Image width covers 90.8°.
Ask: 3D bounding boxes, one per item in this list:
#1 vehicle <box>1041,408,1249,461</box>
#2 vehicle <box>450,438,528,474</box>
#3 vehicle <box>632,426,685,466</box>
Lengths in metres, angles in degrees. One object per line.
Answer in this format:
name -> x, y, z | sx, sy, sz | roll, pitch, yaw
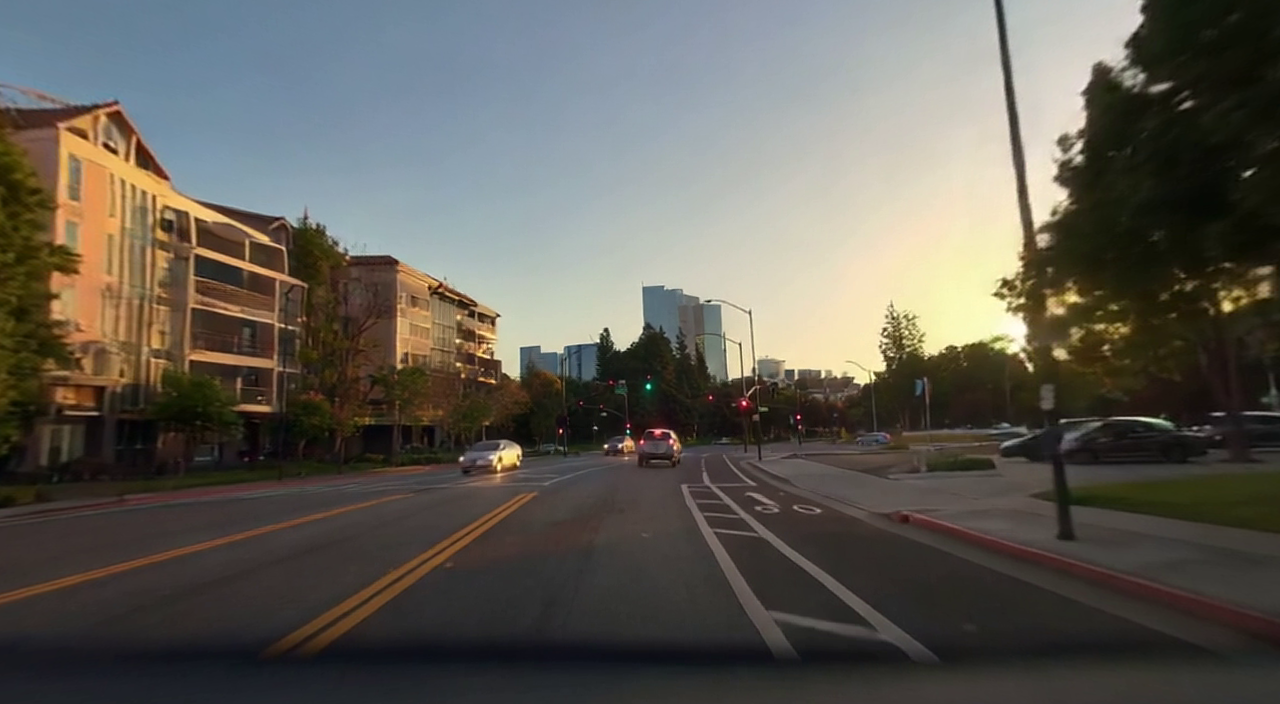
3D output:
vehicle -> 14.949, 2.488, 18.940 | 4.486, 1.494, 1.802 | -1, -8, 5
vehicle -> -6.651, 4.635, 28.432 | 1.939, 1.484, 4.645 | -1, -8, 6
vehicle -> 1.006, 4.725, 31.814 | 2.230, 1.827, 4.298 | -1, -8, 7
